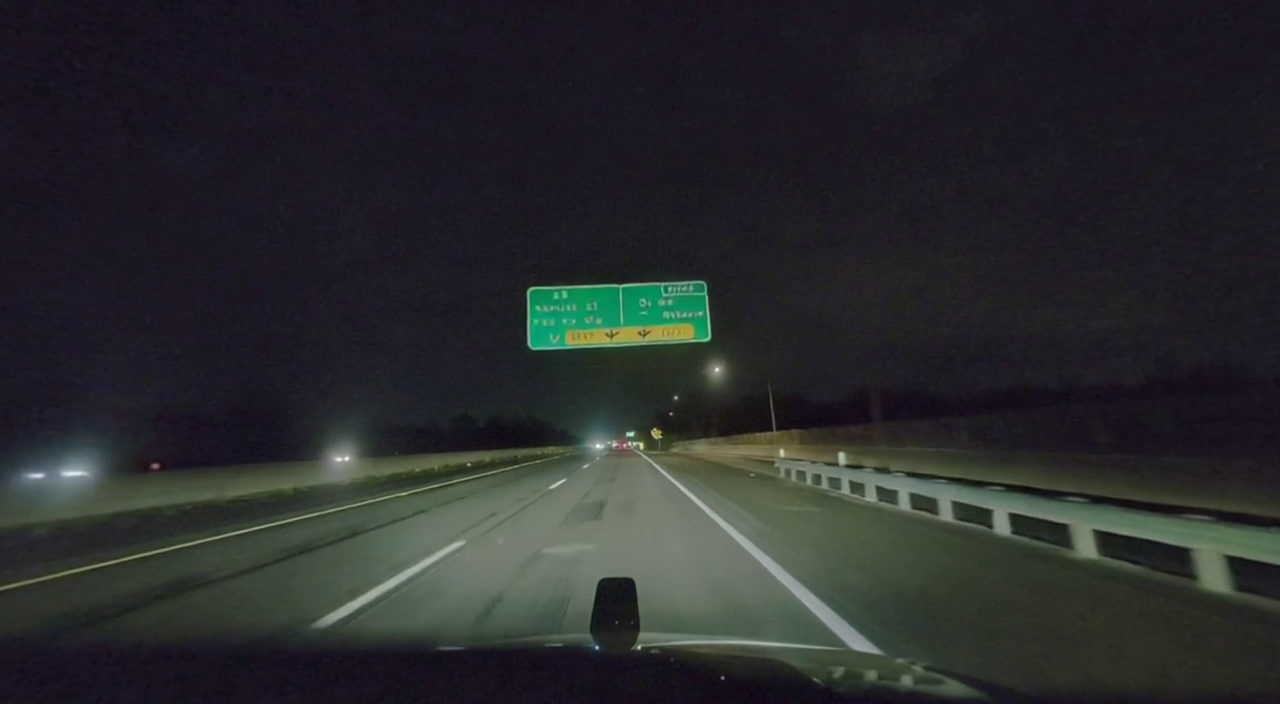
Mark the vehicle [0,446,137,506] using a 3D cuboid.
[{"bbox_3d":[-17.825,3.642,18.992,1.950,1.558,4.121,0,-8,-2],"label":"vehicle"}]
